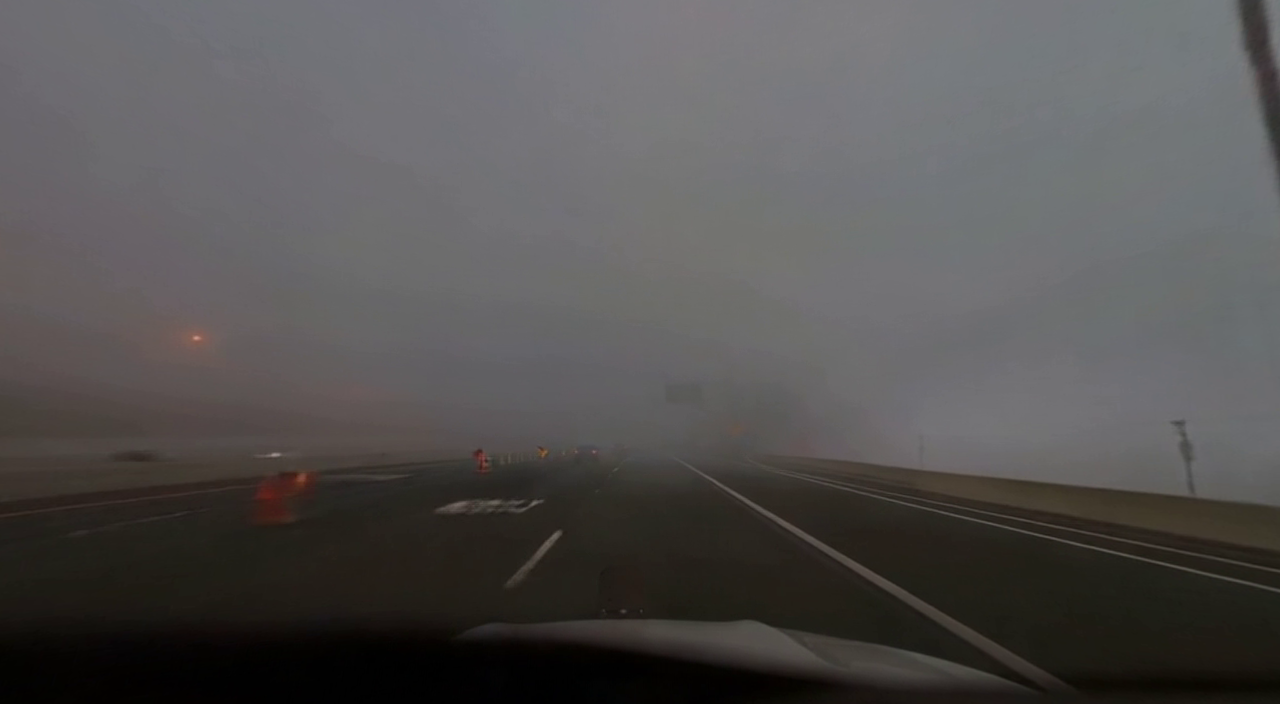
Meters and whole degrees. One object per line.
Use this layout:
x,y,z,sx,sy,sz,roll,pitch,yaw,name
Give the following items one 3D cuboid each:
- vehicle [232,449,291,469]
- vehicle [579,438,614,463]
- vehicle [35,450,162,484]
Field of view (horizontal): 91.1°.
-29.911,8.450,49.819,1.837,1.449,4.489,0,-8,1,vehicle
-3.025,6.950,44.477,2.078,1.629,4.059,0,-8,1,vehicle
-26.411,5.587,30.888,1.932,1.497,4.776,0,-8,1,vehicle
